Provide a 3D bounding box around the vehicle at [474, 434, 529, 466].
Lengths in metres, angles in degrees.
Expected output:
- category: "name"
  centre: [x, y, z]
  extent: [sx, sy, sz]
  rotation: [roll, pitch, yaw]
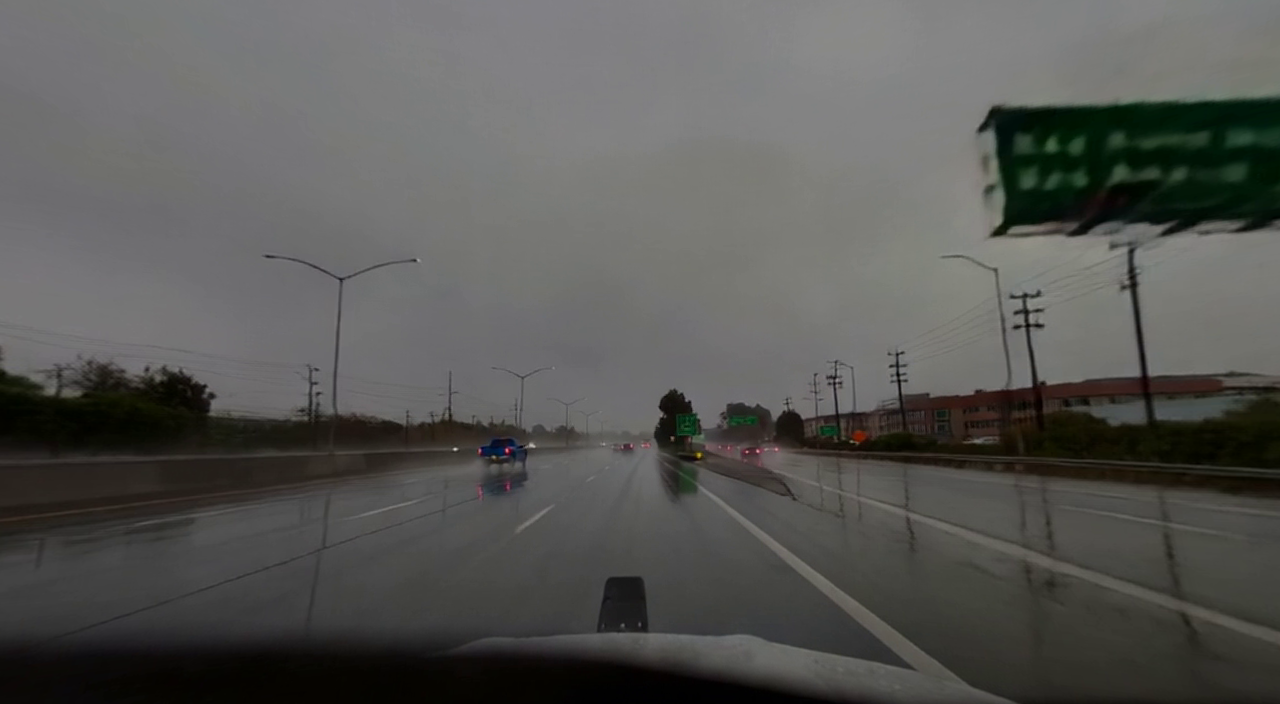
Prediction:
- category: "vehicle"
  centre: [-10.246, 7.309, 47.119]
  extent: [2.667, 2.213, 6.081]
  rotation: [0, -8, 0]
